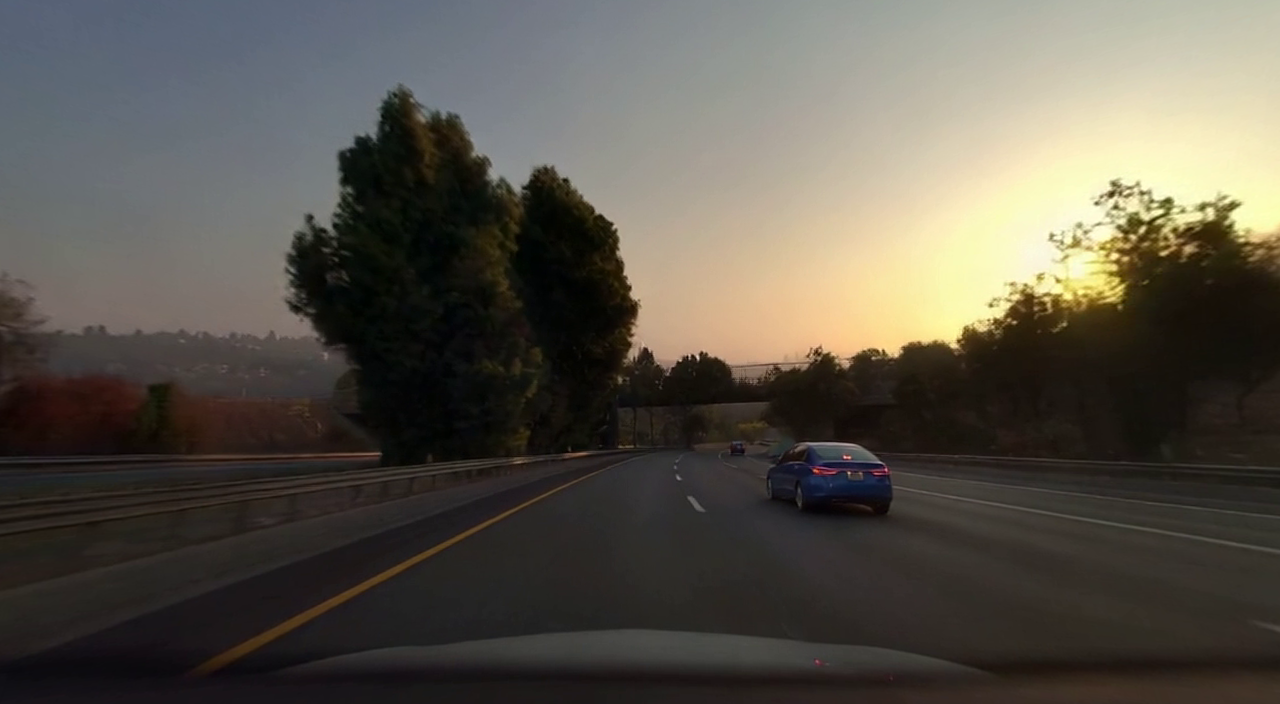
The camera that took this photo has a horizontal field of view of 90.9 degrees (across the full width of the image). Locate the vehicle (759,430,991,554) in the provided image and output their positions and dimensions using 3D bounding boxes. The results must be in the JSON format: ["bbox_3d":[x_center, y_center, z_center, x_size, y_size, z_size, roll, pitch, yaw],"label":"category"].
[{"bbox_3d":[3.409,2.105,10.250,2.050,1.546,4.344,0,-8,0],"label":"vehicle"}]
